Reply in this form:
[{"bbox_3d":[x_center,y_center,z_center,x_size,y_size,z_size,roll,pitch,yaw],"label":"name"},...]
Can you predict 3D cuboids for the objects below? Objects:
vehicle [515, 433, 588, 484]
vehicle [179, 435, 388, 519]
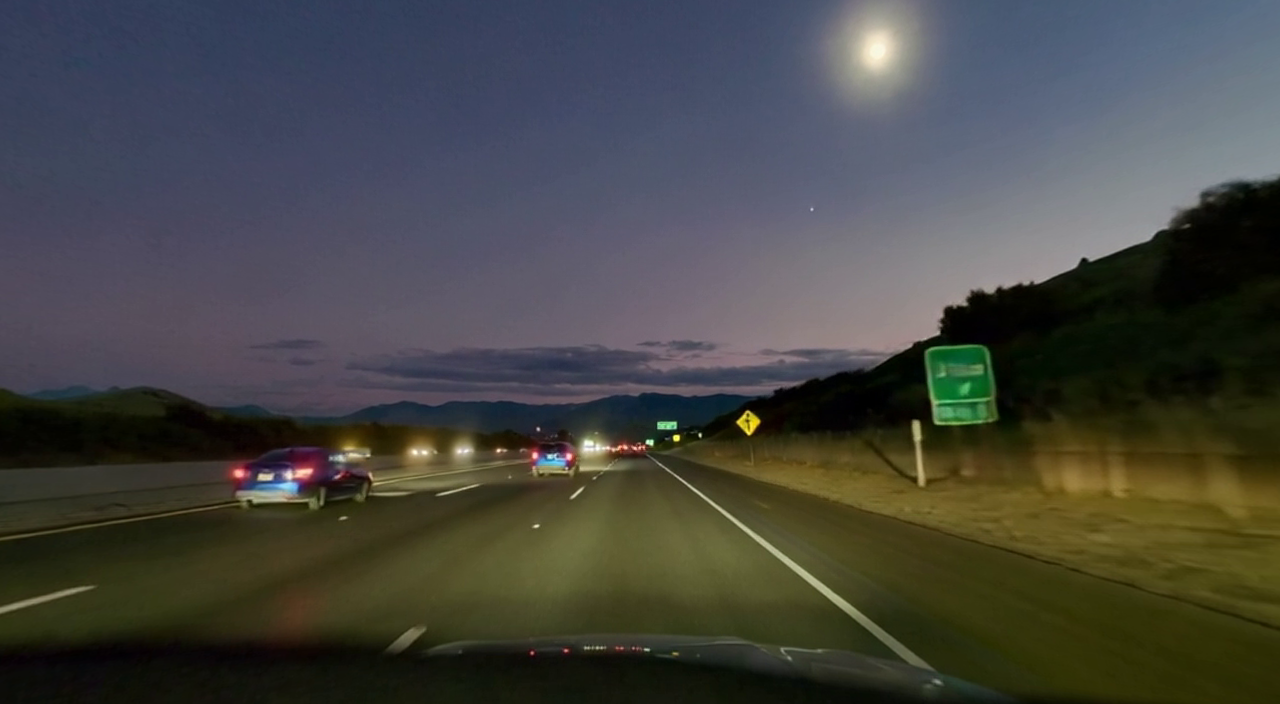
[{"bbox_3d":[-3.241,4.024,24.169,2.029,1.753,4.718,0,-9,1],"label":"vehicle"},{"bbox_3d":[-7.431,2.632,13.855,1.930,1.508,4.567,0,-9,0],"label":"vehicle"}]
